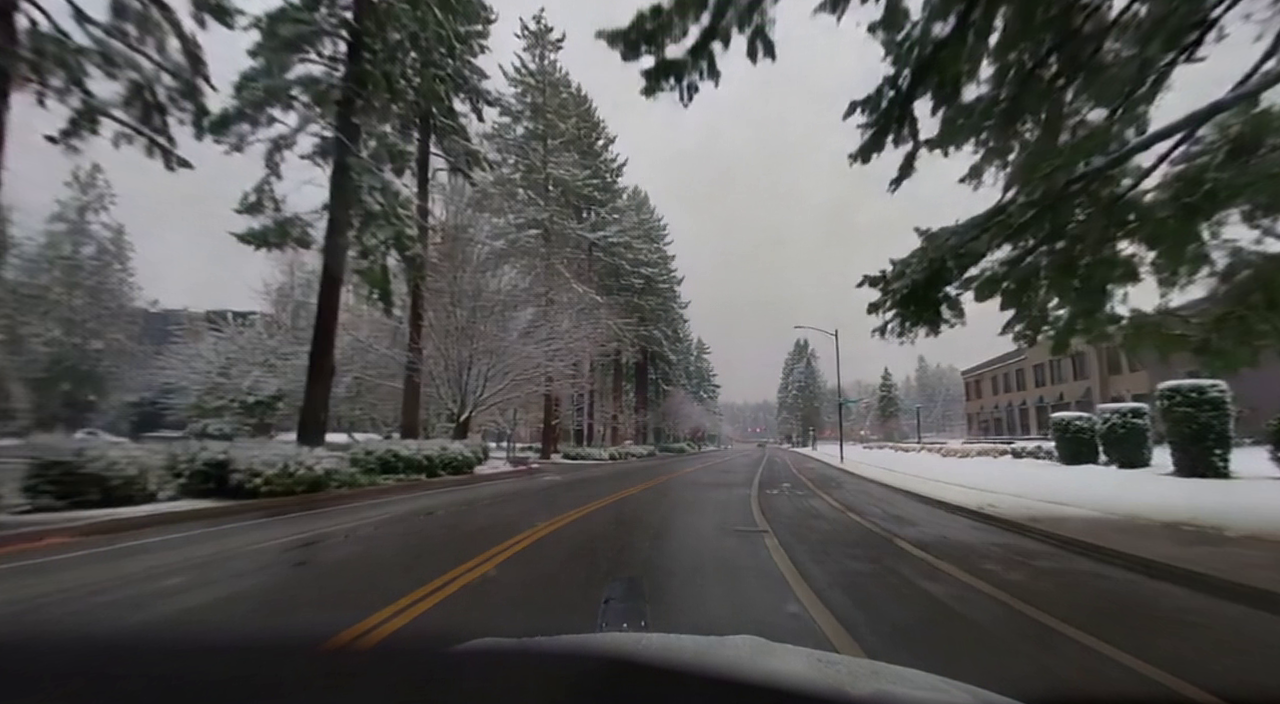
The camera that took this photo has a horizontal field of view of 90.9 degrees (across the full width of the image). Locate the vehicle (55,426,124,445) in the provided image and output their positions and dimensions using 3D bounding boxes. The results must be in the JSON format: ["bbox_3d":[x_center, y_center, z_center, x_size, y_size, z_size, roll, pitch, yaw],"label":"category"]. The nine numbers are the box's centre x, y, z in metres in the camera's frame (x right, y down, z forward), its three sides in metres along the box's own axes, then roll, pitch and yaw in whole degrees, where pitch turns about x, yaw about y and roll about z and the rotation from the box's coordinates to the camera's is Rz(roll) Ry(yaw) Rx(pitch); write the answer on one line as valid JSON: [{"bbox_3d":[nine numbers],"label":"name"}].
[{"bbox_3d":[-43.387,6.613,49.738,1.682,1.478,3.747,-1,-8,11],"label":"vehicle"}]
